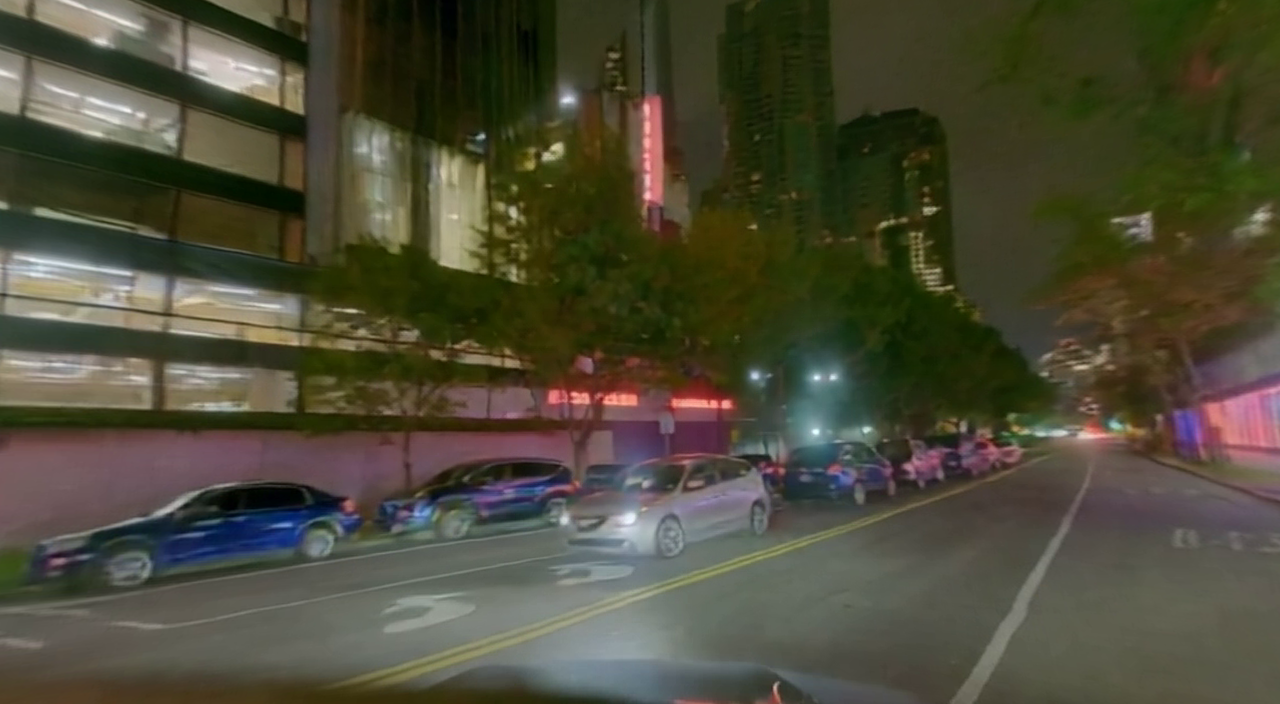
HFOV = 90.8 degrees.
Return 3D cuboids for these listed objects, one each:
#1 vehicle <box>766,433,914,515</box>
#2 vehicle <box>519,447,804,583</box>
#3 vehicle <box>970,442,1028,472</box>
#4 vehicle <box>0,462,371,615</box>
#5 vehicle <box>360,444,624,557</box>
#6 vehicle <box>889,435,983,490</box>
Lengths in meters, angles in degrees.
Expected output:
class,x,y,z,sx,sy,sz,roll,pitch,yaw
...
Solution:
class,x,y,z,sx,sy,sz,roll,pitch,yaw
vehicle,5.362,3.145,16.544,2.173,1.814,4.573,-10,-13,35
vehicle,0.630,2.307,10.012,2.017,1.558,4.888,-7,-11,37
vehicle,21.155,6.130,37.103,2.266,1.621,4.783,-7,-11,36
vehicle,-7.112,2.810,10.245,1.996,1.732,4.705,-14,-15,34
vehicle,-3.268,3.438,15.368,2.348,2.086,6.107,-15,-15,34
vehicle,11.250,4.101,23.844,2.225,1.848,4.472,-7,-11,37
